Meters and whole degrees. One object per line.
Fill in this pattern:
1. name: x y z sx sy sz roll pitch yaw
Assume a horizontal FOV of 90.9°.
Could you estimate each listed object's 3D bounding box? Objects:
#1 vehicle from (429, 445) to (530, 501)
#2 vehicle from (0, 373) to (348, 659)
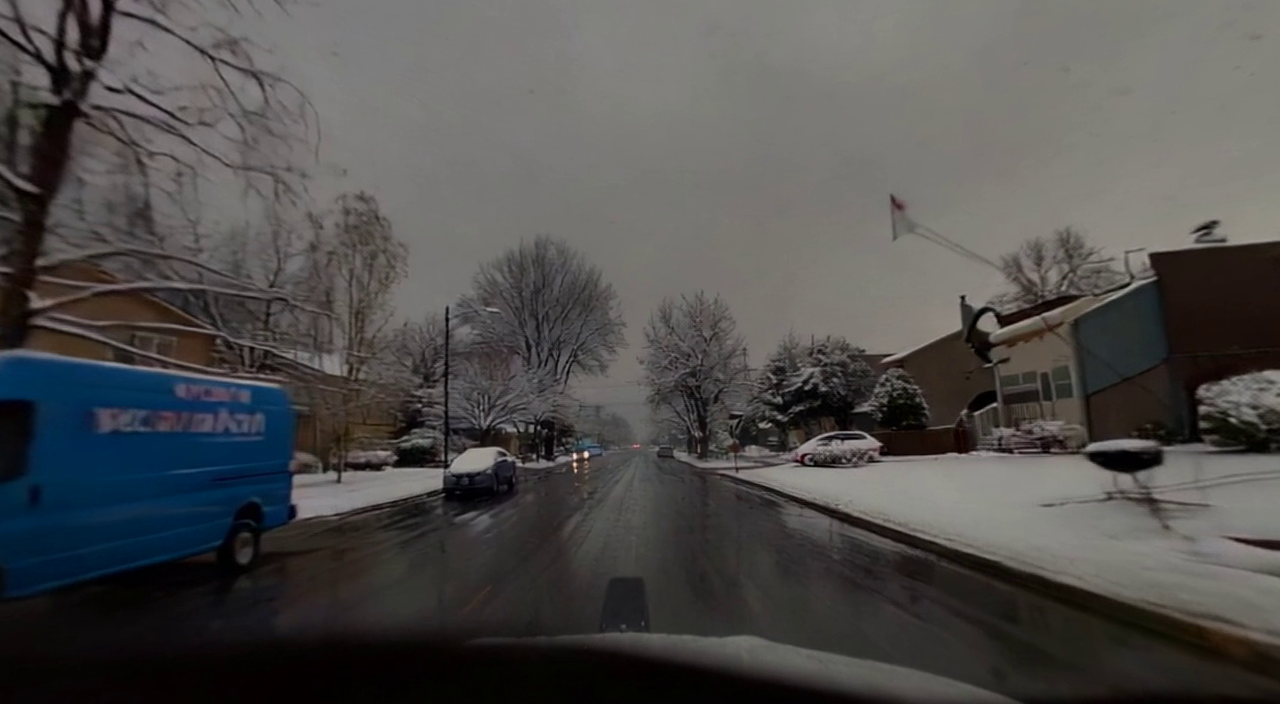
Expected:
1. vehicle: -4.988 3.805 20.309 2.038 1.571 4.524 0 -8 0
2. vehicle: -5.666 1.518 6.893 2.315 2.008 5.343 0 -8 1
